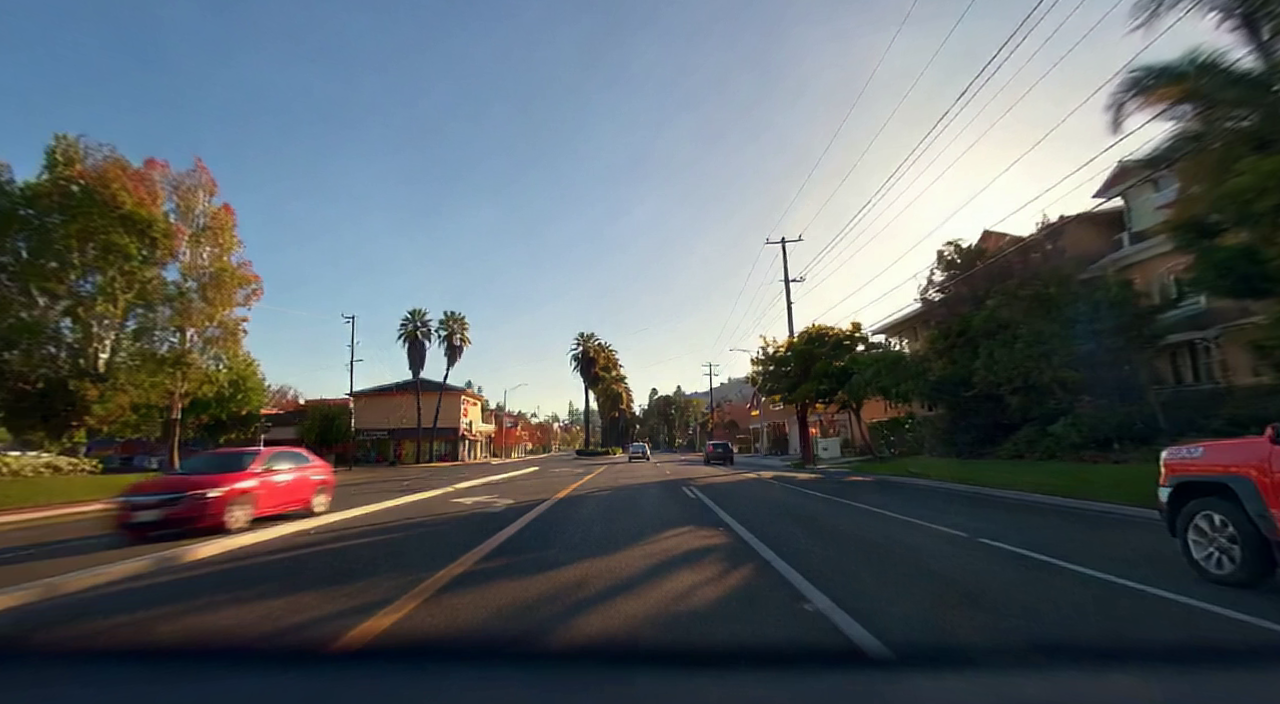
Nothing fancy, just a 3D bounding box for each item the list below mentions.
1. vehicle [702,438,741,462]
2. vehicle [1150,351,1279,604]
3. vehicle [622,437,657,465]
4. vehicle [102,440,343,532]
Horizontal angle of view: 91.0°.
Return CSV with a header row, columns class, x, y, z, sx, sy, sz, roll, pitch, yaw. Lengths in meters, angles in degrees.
class,x,y,z,sx,sy,sz,roll,pitch,yaw
vehicle,6.078,7.371,47.453,2.252,1.718,4.617,0,-9,0
vehicle,5.987,0.775,3.643,2.355,1.889,4.392,0,-9,1
vehicle,-0.031,6.424,40.898,2.138,1.702,4.168,0,-9,0
vehicle,-8.058,2.588,12.773,1.949,1.527,4.243,0,-9,0
